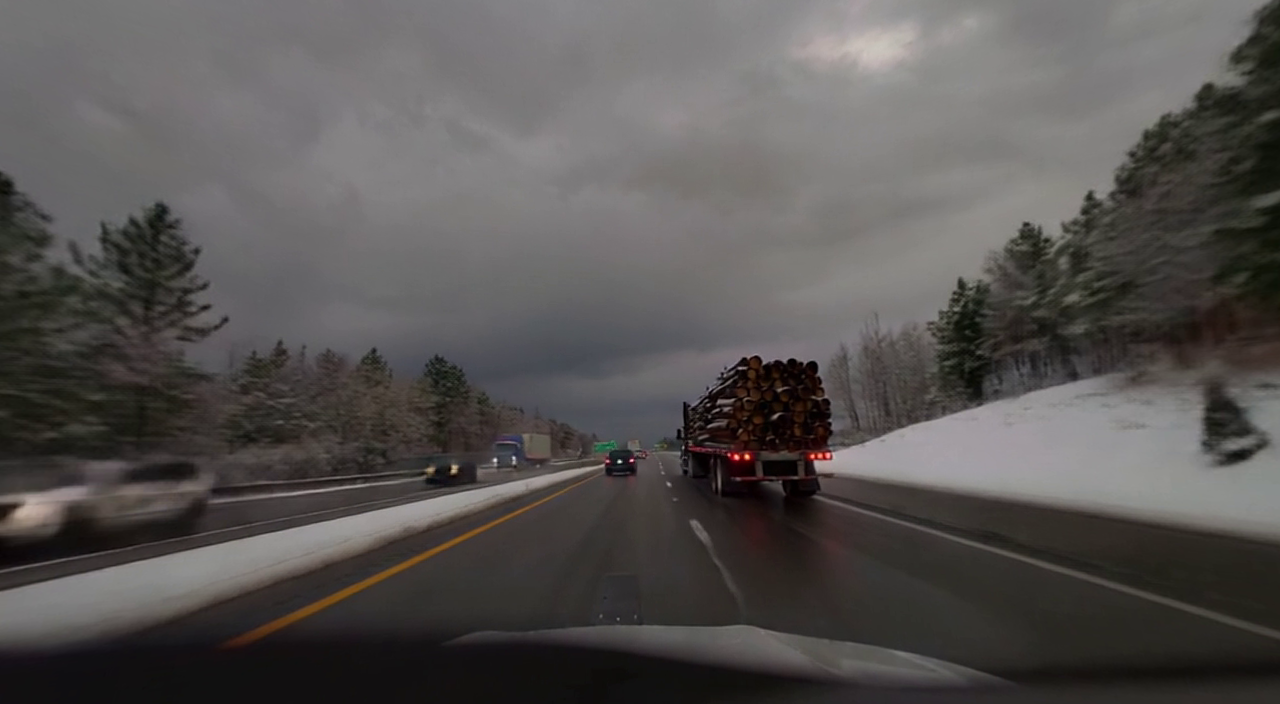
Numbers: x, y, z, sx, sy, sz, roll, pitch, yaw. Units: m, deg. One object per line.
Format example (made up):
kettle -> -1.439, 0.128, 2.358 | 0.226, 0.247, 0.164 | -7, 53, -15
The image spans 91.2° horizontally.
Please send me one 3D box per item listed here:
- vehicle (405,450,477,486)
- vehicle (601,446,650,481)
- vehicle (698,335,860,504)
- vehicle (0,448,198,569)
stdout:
vehicle -> -9.645, 5.630, 30.754 | 1.979, 1.587, 4.372 | -1, -9, 2
vehicle -> -0.607, 5.199, 29.557 | 2.099, 1.506, 4.097 | -1, -9, 1
vehicle -> 3.592, 2.184, 18.825 | 3.004, 3.923, 8.363 | -1, -9, 1
vehicle -> -9.658, 2.347, 9.909 | 1.946, 1.628, 4.553 | -1, -9, 1
